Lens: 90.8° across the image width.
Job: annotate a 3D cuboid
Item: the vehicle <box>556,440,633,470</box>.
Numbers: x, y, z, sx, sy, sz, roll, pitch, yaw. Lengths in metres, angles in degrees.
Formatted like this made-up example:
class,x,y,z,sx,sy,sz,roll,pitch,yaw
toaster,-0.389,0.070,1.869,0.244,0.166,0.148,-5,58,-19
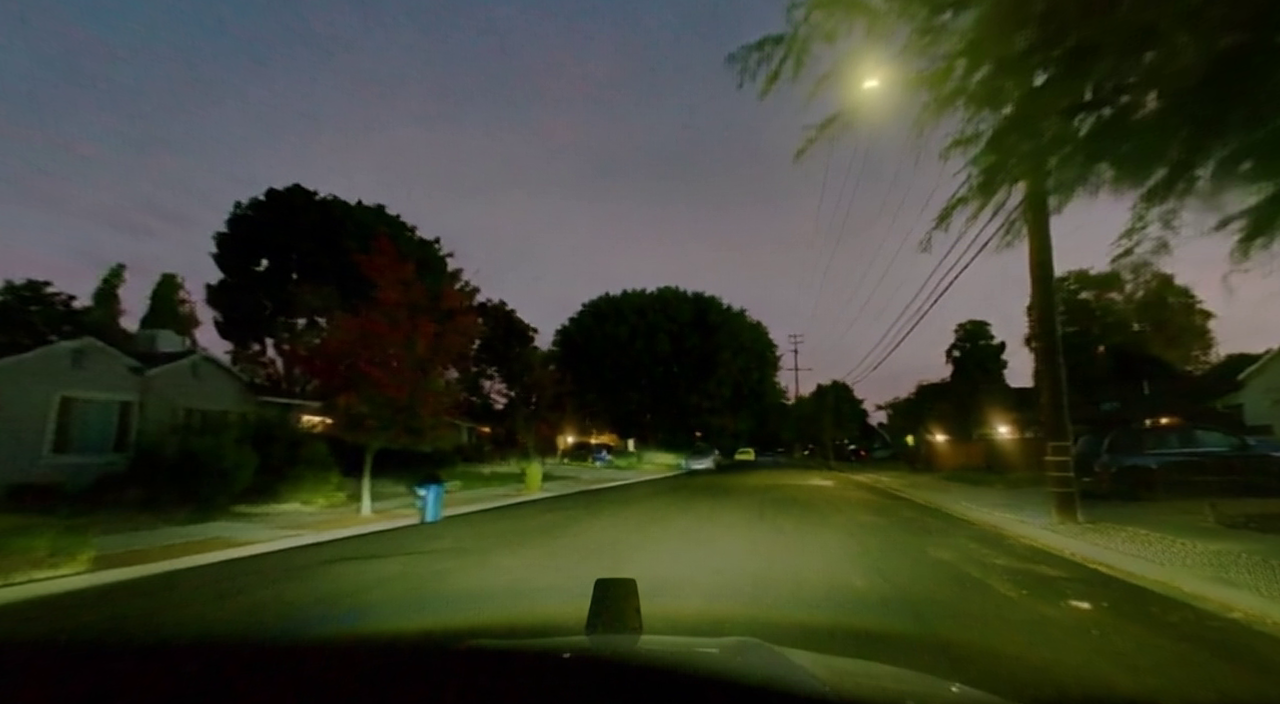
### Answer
class,x,y,z,sx,sy,sz,roll,pitch,yaw
vehicle,-3.192,7.301,45.002,5.033,1.997,2.126,-2,-8,12

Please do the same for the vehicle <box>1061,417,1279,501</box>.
class,x,y,z,sx,sy,sz,roll,pitch,yaw
vehicle,14.158,2.603,15.615,5.693,1.886,2.235,-2,-9,14
